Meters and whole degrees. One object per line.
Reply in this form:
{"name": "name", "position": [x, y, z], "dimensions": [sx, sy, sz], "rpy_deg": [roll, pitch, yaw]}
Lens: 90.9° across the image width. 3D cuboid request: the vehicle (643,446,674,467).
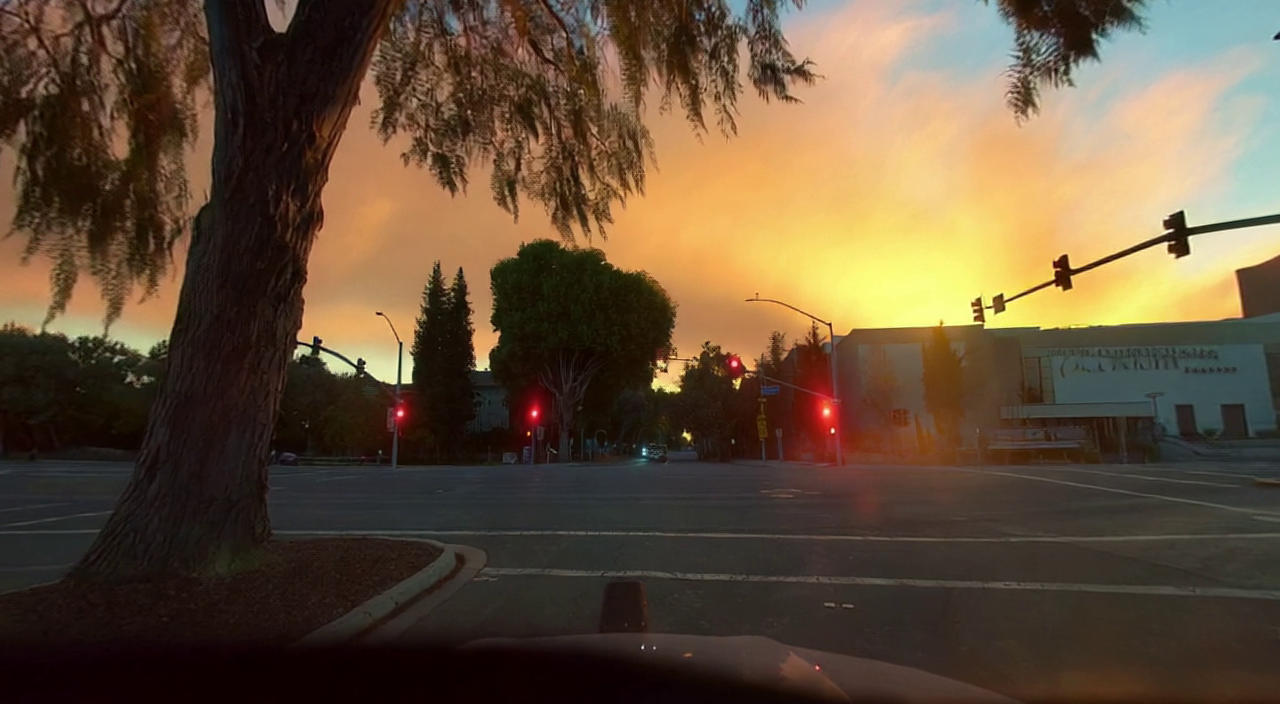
{"name": "vehicle", "position": [1.299, 7.643, 46.455], "dimensions": [2.132, 1.449, 4.235], "rpy_deg": [0, -9, 0]}
